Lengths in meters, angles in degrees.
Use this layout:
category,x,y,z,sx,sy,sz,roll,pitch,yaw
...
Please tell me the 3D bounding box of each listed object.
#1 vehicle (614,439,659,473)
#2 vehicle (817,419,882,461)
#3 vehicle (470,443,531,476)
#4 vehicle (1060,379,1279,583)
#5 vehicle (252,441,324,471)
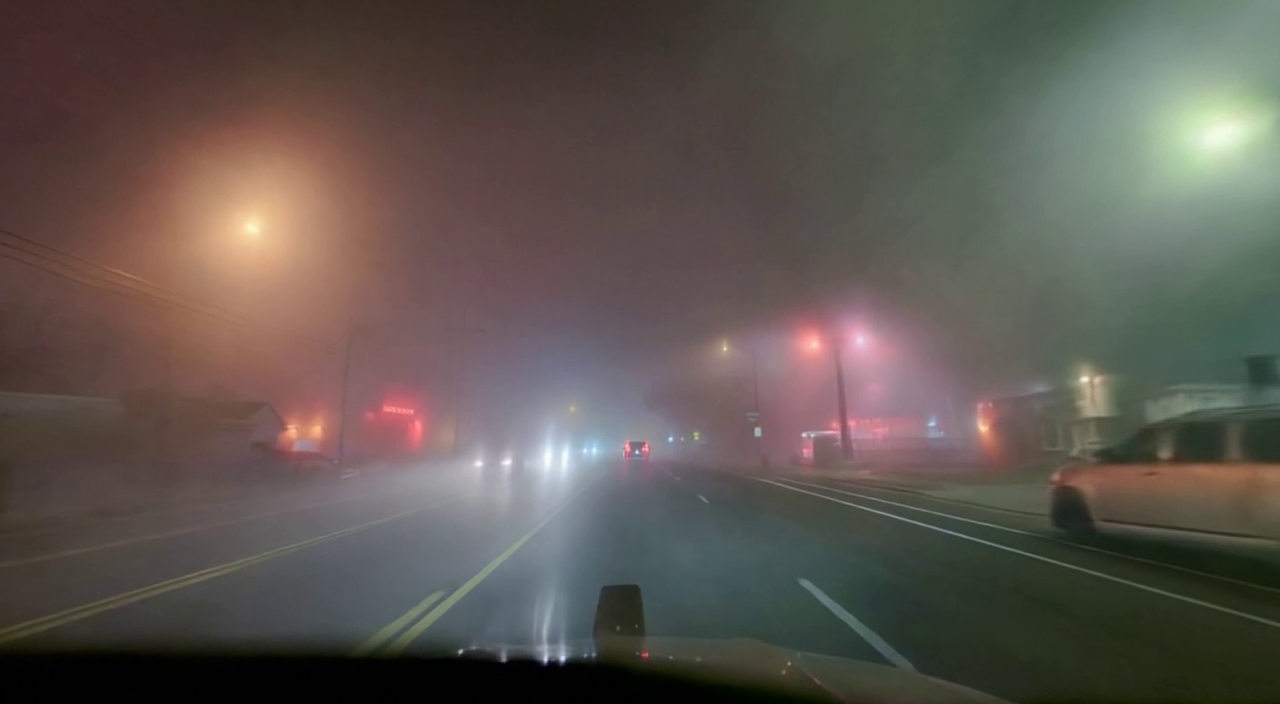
category,x,y,z,sx,sy,sz,roll,pitch,yaw
vehicle,-0.173,5.109,31.407,2.067,1.547,4.513,0,-8,-1
vehicle,13.870,5.912,42.326,2.449,2.564,5.877,0,-9,2
vehicle,-6.653,5.150,30.528,1.930,1.450,4.234,0,-8,1
vehicle,7.689,1.401,7.025,2.257,2.072,5.376,0,-8,-1
vehicle,-20.956,6.185,37.851,1.911,1.663,4.115,0,-8,0
